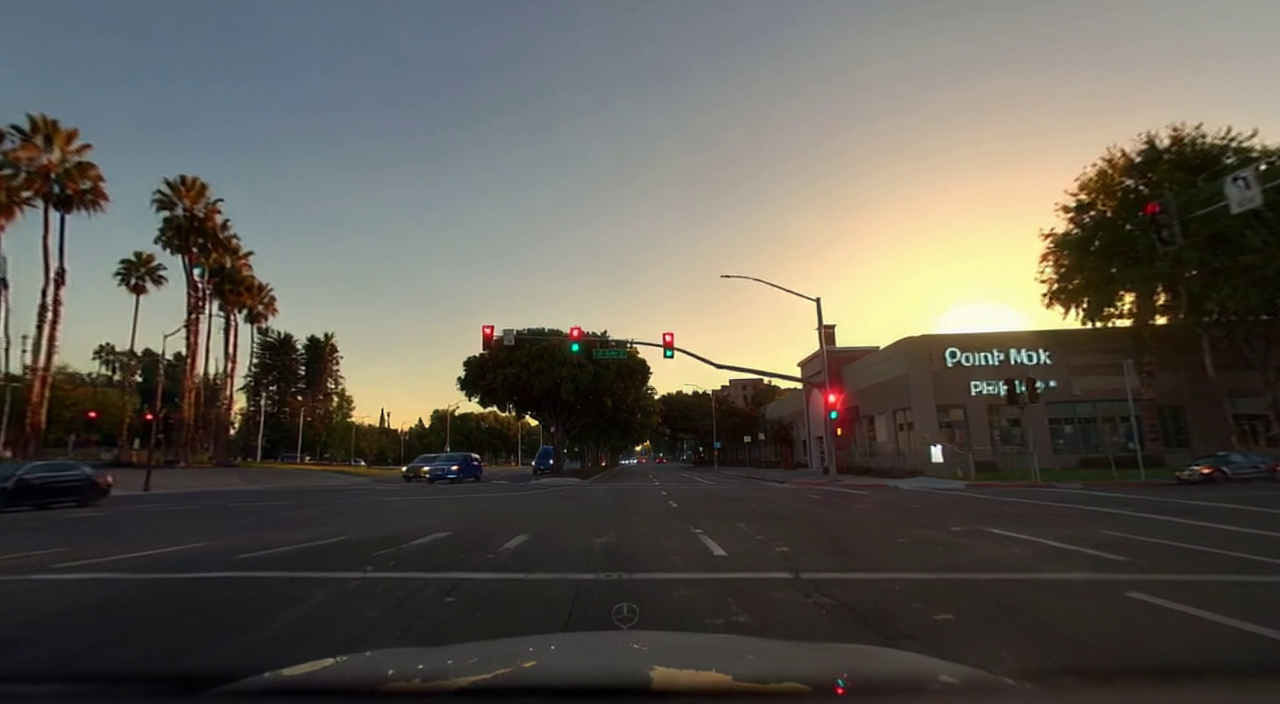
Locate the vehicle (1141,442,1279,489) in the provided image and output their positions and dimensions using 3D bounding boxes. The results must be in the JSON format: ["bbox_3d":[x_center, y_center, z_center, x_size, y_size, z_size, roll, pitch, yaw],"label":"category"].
[{"bbox_3d":[22.267,4.289,24.000,4.533,1.676,2.236,0,-9,-1],"label":"vehicle"}]

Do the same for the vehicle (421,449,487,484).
[{"bbox_3d":[-9.647,5.960,33.224,2.074,1.681,4.417,0,-9,0],"label":"vehicle"}]

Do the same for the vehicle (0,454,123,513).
[{"bbox_3d":[-17.614,3.662,17.849,1.874,1.467,4.768,0,-9,1],"label":"vehicle"}]
